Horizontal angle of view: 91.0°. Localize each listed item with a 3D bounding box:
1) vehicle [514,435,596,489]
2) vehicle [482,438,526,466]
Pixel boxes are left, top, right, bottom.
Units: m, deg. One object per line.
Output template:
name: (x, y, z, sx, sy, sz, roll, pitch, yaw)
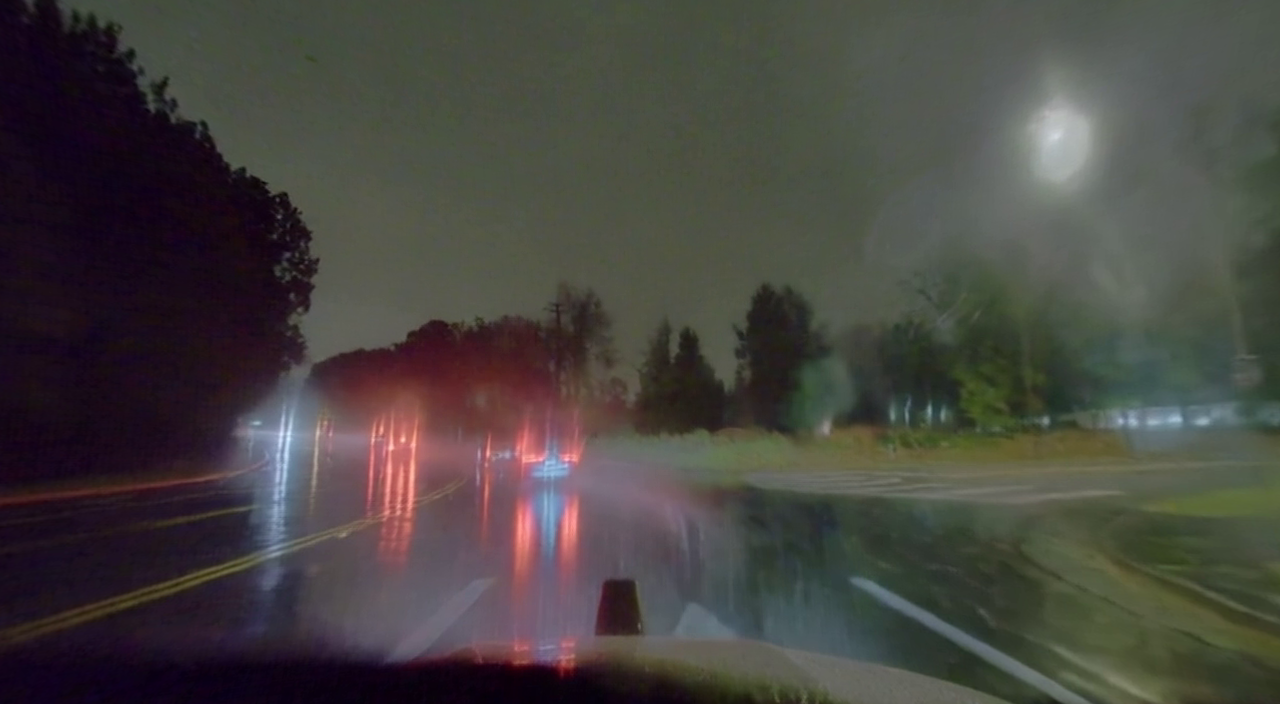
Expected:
vehicle: (-2.819, 3.446, 20.022, 2.296, 1.510, 4.068, 2, -9, -11)
vehicle: (-8.077, 5.875, 37.059, 2.080, 1.530, 3.719, 3, -9, -19)
